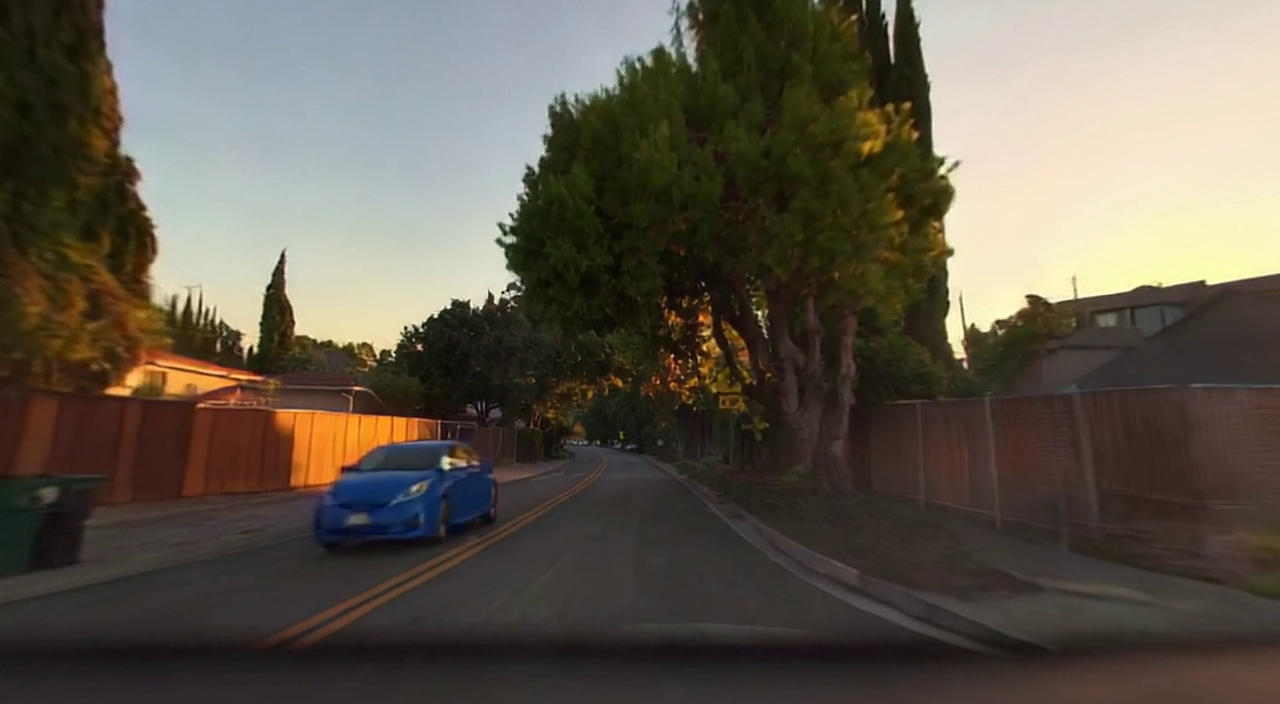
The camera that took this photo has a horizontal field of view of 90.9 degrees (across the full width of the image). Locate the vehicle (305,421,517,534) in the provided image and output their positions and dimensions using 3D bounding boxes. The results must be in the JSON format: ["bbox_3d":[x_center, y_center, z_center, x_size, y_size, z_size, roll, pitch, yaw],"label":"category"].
[{"bbox_3d":[-3.831,2.203,11.566,2.036,1.657,4.391,-1,-9,3],"label":"vehicle"}]
